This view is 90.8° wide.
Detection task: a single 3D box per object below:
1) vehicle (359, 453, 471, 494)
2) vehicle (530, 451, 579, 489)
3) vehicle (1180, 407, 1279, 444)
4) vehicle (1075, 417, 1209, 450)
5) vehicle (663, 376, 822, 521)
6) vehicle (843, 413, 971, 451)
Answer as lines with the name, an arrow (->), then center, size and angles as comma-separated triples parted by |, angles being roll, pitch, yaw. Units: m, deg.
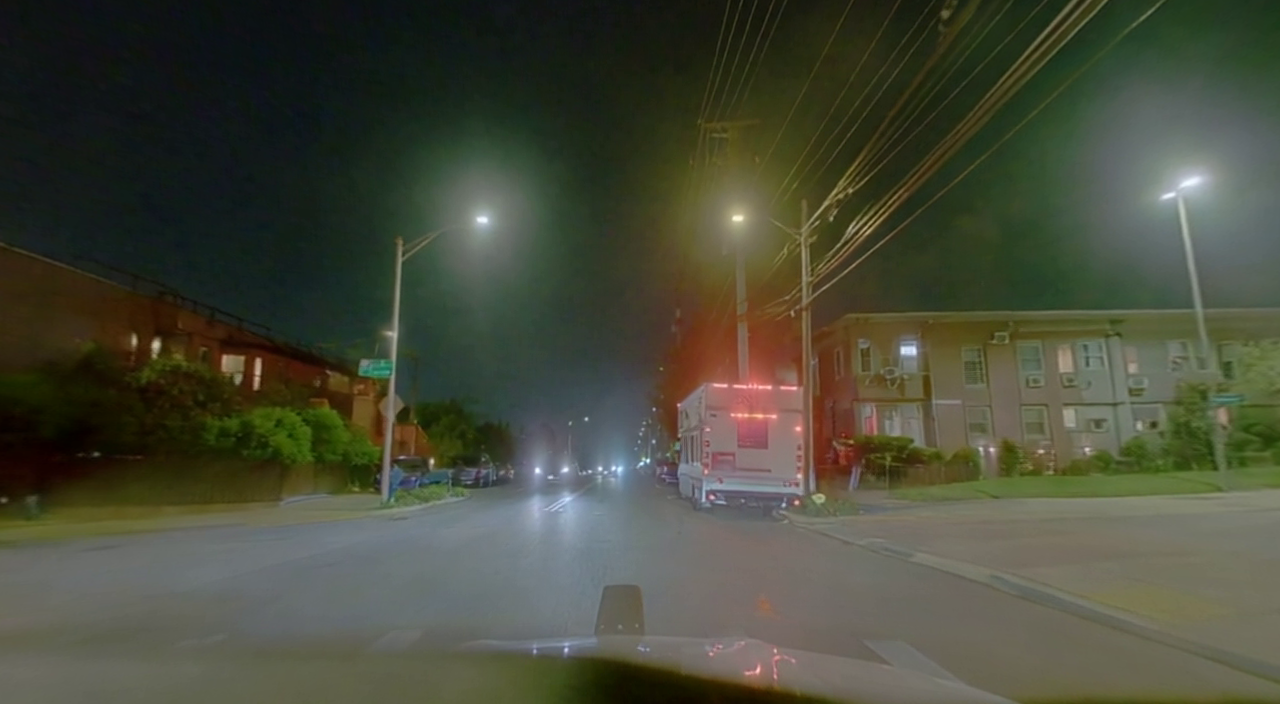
vehicle -> -11.326, 6.096, 32.005 | 5.093, 1.855, 2.338 | 3, -10, -20
vehicle -> -4.203, 5.851, 31.639 | 1.952, 1.708, 4.096 | 0, -9, -1
vehicle -> 28.055, 3.417, 29.210 | 4.413, 1.608, 1.858 | 0, -9, -2
vehicle -> 22.942, 3.771, 28.994 | 4.641, 1.441, 1.745 | 0, -9, 0
vehicle -> 2.507, 2.794, 18.546 | 2.886, 3.321, 7.809 | 0, -9, -3
vehicle -> 10.770, 3.270, 25.720 | 4.396, 1.459, 1.749 | 0, -8, -3
